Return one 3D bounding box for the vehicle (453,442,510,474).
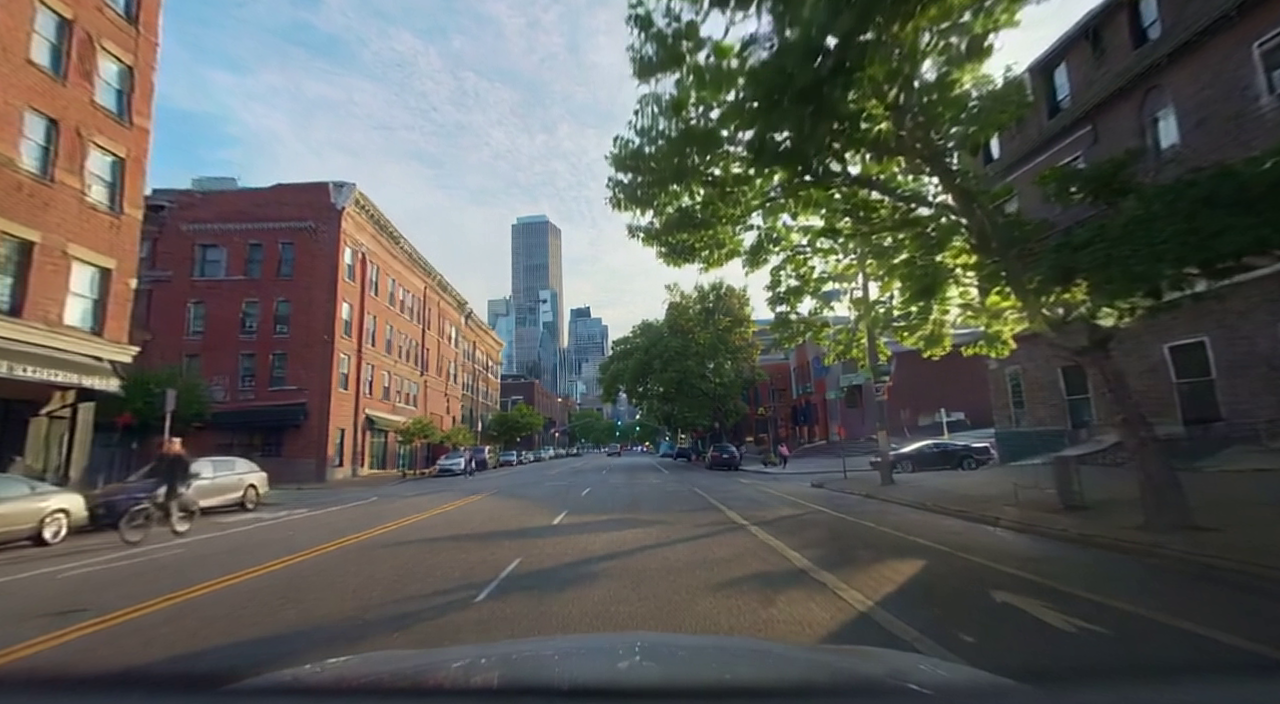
[{"bbox_3d":[-11.135,7.530,44.994,2.574,1.922,6.292,-4,-9,-2],"label":"vehicle"}]

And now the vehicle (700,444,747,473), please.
[{"bbox_3d":[4.662,6.024,35.892,1.929,1.522,4.543,0,-9,-1],"label":"vehicle"}]

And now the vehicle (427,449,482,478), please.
[{"bbox_3d":[-11.316,6.807,38.859,1.992,1.629,4.773,0,-9,-1],"label":"vehicle"}]

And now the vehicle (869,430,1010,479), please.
[{"bbox_3d":[11.469,3.946,24.437,4.380,1.608,1.942,-2,-9,-1],"label":"vehicle"}]

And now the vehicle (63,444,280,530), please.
[{"bbox_3d":[-10.957,3.199,15.296,1.977,1.697,4.285,-2,-10,0],"label":"vehicle"}]
